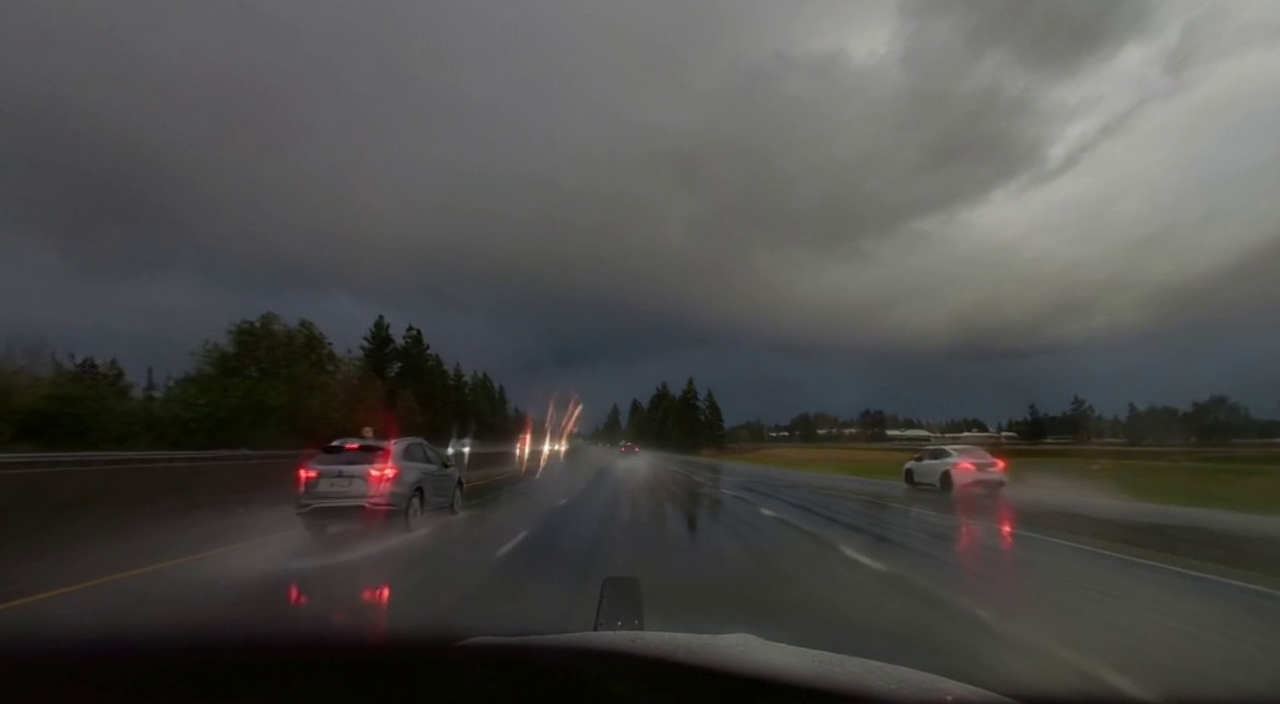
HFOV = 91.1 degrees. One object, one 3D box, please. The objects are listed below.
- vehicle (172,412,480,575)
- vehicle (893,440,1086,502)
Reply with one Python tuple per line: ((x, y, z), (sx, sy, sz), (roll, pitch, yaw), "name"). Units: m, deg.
((-3.934, 1.854, 9.006), (2.111, 1.717, 4.426), (0, -9, 0), "vehicle")
((10.070, 3.426, 18.649), (2.117, 1.558, 4.736), (2, -9, -18), "vehicle")
